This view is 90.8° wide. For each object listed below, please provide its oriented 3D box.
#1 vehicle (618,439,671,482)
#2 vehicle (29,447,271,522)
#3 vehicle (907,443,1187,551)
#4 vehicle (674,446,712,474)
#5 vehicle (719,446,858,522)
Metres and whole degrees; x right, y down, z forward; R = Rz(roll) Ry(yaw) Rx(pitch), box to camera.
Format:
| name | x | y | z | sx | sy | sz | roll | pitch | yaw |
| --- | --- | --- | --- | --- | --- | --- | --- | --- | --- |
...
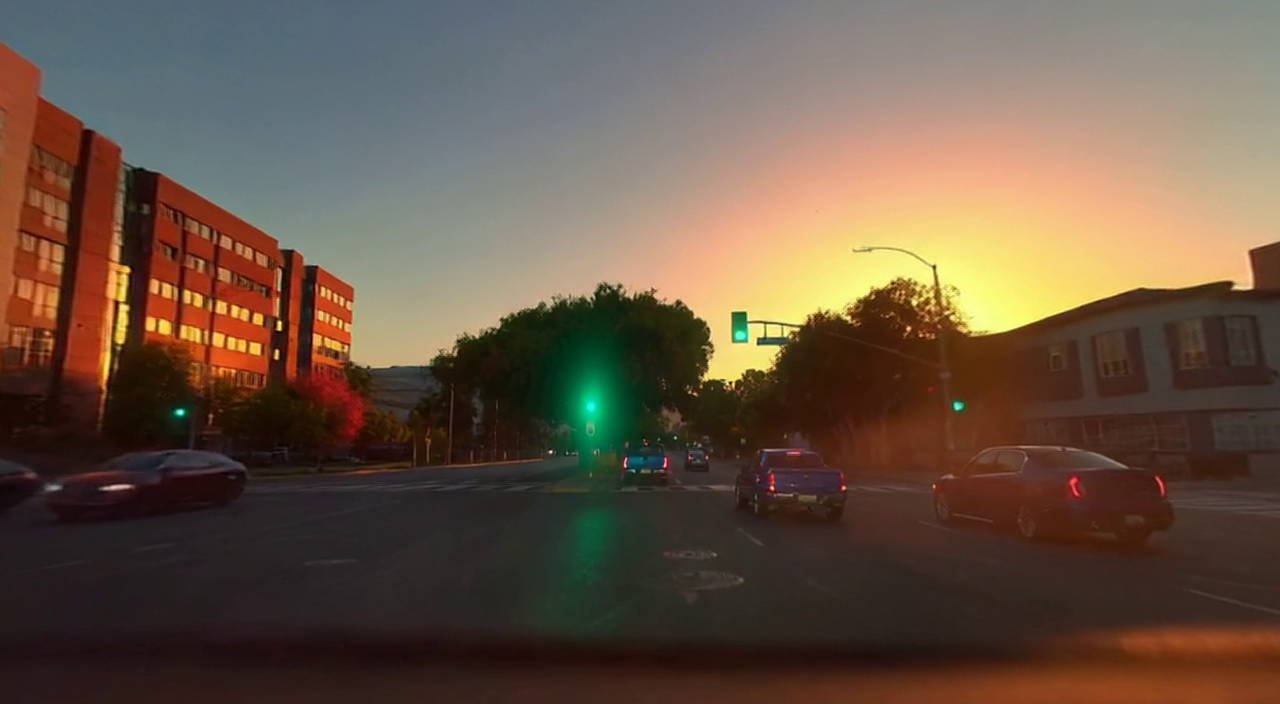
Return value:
| name | x | y | z | sx | sy | sz | roll | pitch | yaw |
| --- | --- | --- | --- | --- | --- | --- | --- | --- | --- |
| vehicle | 0.221 | 5.182 | 30.412 | 2.344 | 1.883 | 4.572 | 0 | -8 | 0 |
| vehicle | -11.230 | 3.013 | 15.057 | 1.989 | 1.459 | 4.667 | 0 | -8 | 0 |
| vehicle | 6.574 | 2.337 | 11.025 | 1.855 | 1.469 | 4.598 | 0 | -8 | 1 |
| vehicle | 3.405 | 7.037 | 41.391 | 2.013 | 1.742 | 4.424 | 0 | -8 | -1 |
| vehicle | 3.203 | 2.917 | 14.655 | 2.057 | 1.463 | 4.365 | 0 | -8 | -1 |
